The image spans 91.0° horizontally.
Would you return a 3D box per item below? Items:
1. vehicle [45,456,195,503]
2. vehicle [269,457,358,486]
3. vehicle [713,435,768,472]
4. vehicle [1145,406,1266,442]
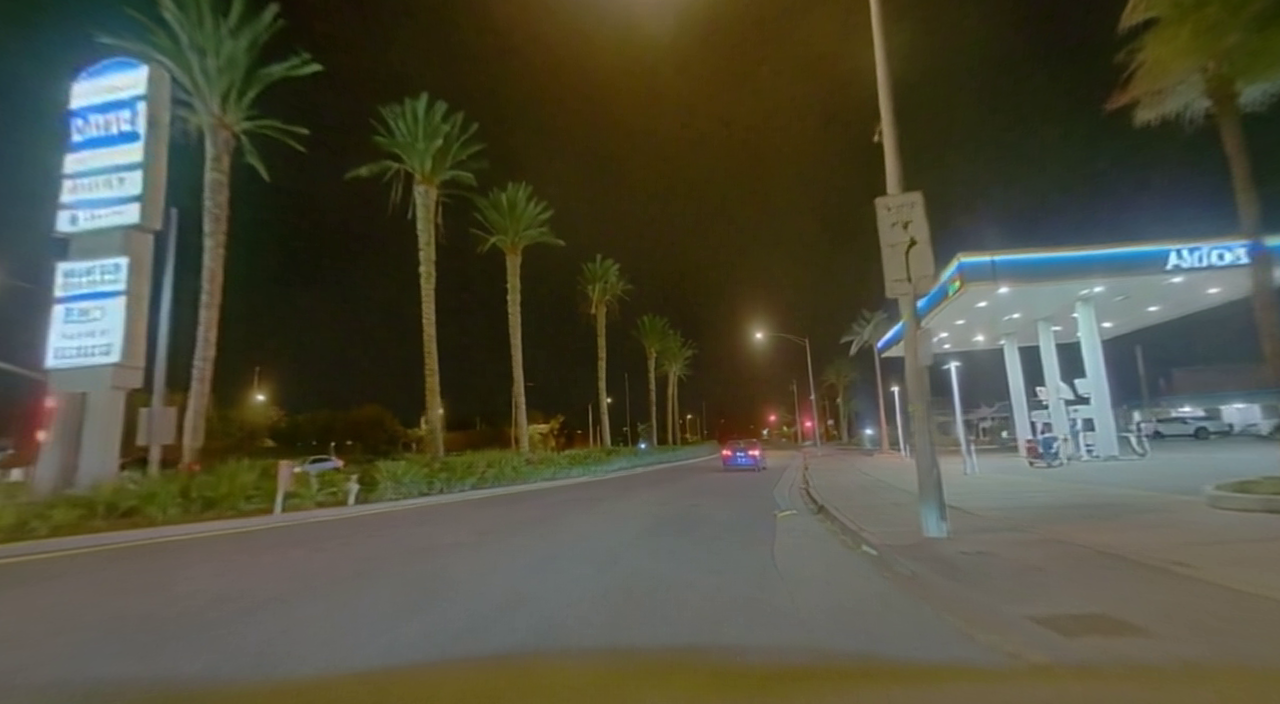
[{"bbox_3d":[-21.031,5.115,25.716,1.884,1.651,4.330,-2,-9,14],"label":"vehicle"},{"bbox_3d":[-18.564,6.807,36.072,1.825,1.441,4.656,-2,-9,13],"label":"vehicle"},{"bbox_3d":[4.568,4.524,28.147,2.050,1.509,4.148,-2,-9,14],"label":"vehicle"},{"bbox_3d":[32.007,4.128,35.790,4.513,1.657,2.002,-7,-10,20],"label":"vehicle"}]
